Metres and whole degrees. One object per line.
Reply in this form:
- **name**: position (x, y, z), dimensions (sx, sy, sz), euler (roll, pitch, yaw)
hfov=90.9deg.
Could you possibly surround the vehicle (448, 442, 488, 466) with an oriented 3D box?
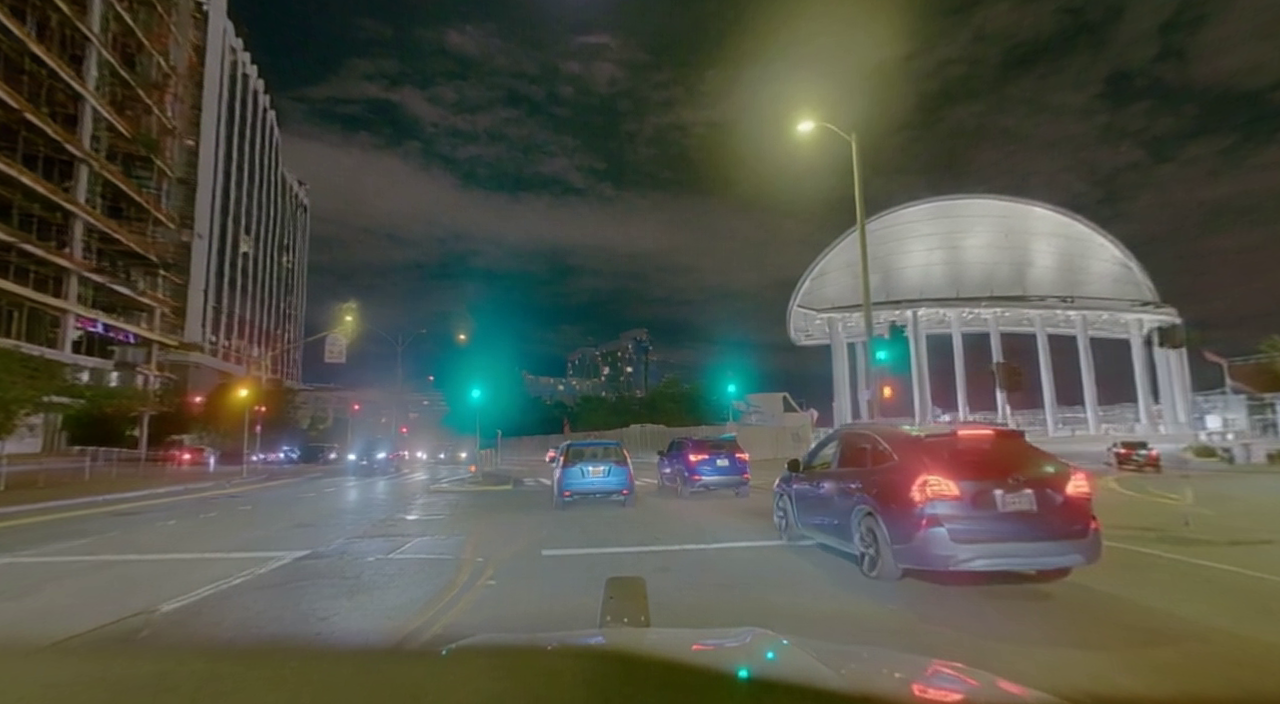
- **vehicle**: position (-12.331, 7.366, 45.557), dimensions (2.092, 1.629, 4.133), euler (0, -9, -6)

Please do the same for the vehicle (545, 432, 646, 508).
- **vehicle**: position (-1.254, 2.891, 15.895), dimensions (2.132, 1.632, 3.889), euler (1, -9, -10)

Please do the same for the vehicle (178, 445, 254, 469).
- **vehicle**: position (-29.078, 7.157, 43.244), dimensions (4.653, 1.459, 2.228), euler (-4, -9, 27)

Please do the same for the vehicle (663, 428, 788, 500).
- **vehicle**: position (2.174, 3.043, 17.529), dimensions (2.103, 1.710, 4.396), euler (1, -9, -11)

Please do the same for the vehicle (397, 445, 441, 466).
- **vehicle**: position (-16.322, 7.633, 46.707), dimensions (2.013, 1.466, 4.430), euler (0, -9, -6)

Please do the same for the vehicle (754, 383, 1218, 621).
- **vehicle**: position (3.104, 1.487, 7.296), dimensions (2.320, 1.772, 4.872), euler (0, -9, -4)

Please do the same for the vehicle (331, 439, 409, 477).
- **vehicle**: position (-13.035, 5.114, 30.750), dimensions (2.303, 1.692, 4.571), euler (1, -9, -8)
